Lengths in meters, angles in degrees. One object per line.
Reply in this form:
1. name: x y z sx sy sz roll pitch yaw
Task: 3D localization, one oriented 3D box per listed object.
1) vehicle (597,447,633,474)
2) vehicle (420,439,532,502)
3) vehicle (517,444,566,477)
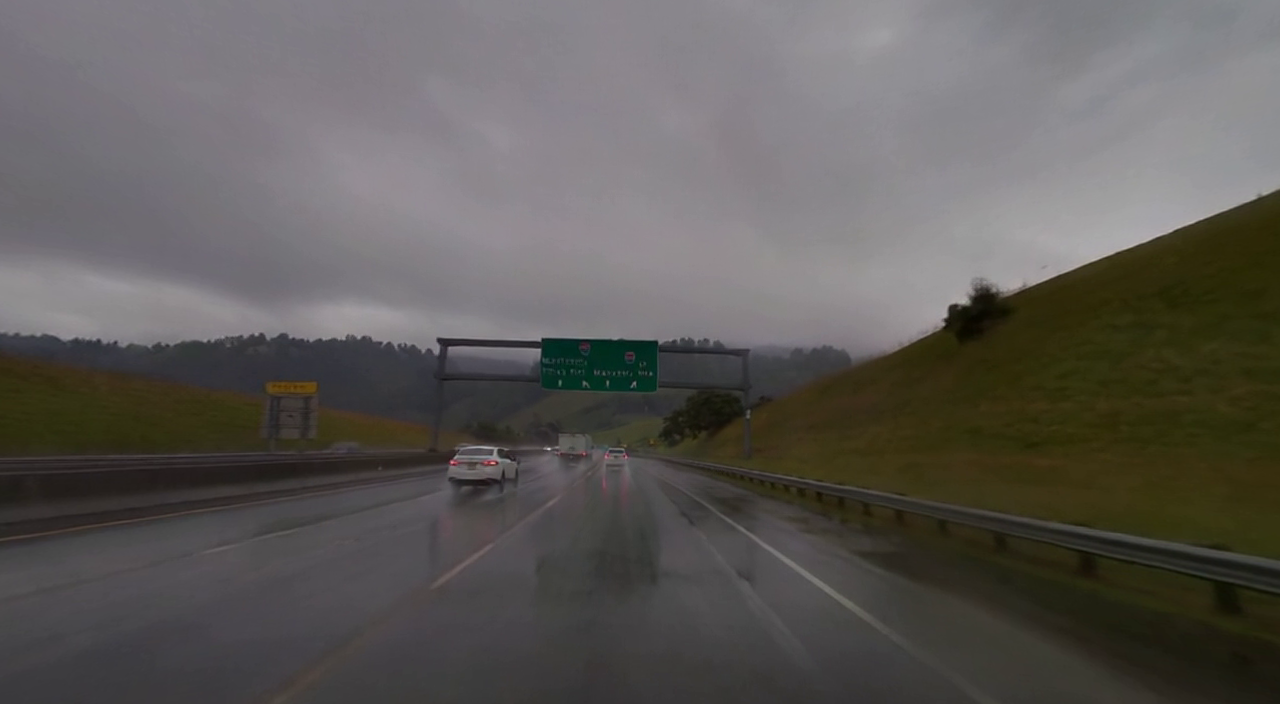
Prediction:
1. vehicle: -1.486 6.245 36.487 1.988 1.440 4.201 0 -9 -3
2. vehicle: -4.664 3.436 18.650 2.208 1.619 4.162 0 -9 -1
3. vehicle: -5.241 5.819 34.085 2.118 1.624 4.032 0 -9 -1
